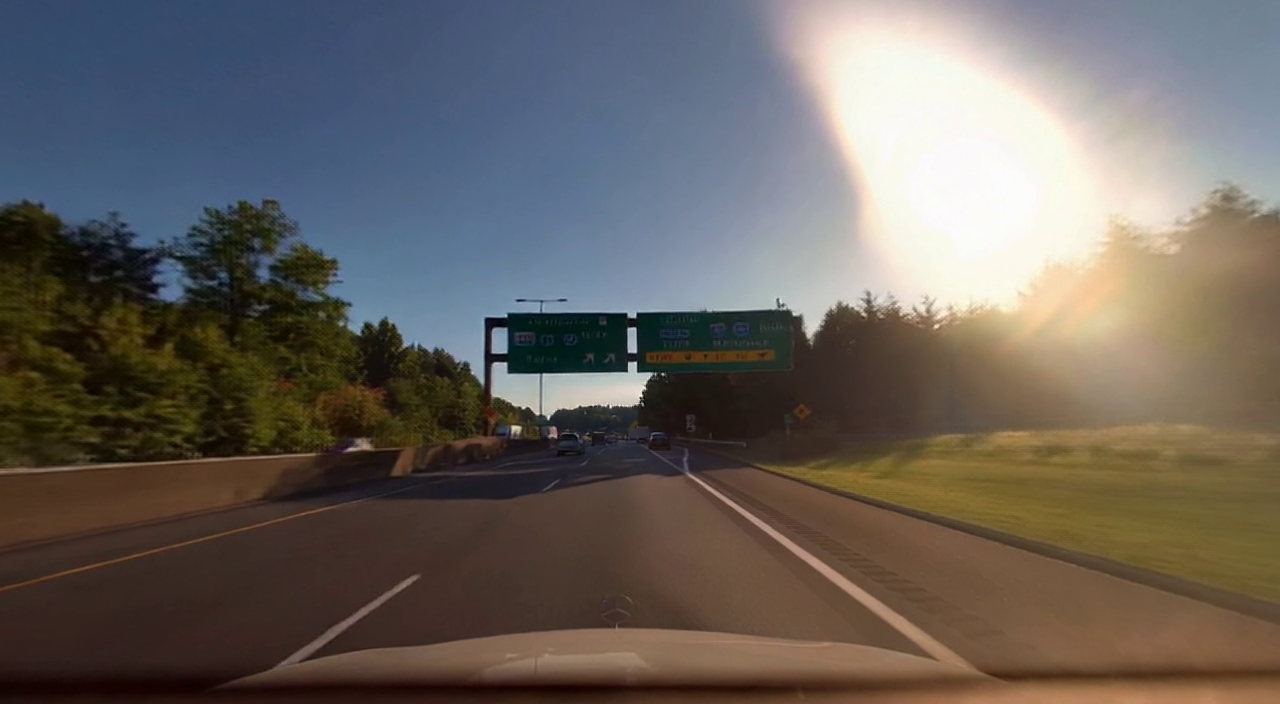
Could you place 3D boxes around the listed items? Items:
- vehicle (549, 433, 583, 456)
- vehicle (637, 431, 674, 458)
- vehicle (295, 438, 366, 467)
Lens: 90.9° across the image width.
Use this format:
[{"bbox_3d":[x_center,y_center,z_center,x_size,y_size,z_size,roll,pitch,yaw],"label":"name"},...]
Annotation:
[{"bbox_3d":[-5.096,6.434,43.904,1.959,1.514,3.668,0,-8,-1],"label":"vehicle"},{"bbox_3d":[0.965,5.753,39.274,2.139,1.561,4.060,0,-8,1],"label":"vehicle"},{"bbox_3d":[-17.719,5.738,36.299,1.954,1.567,4.283,0,-8,-1],"label":"vehicle"}]
